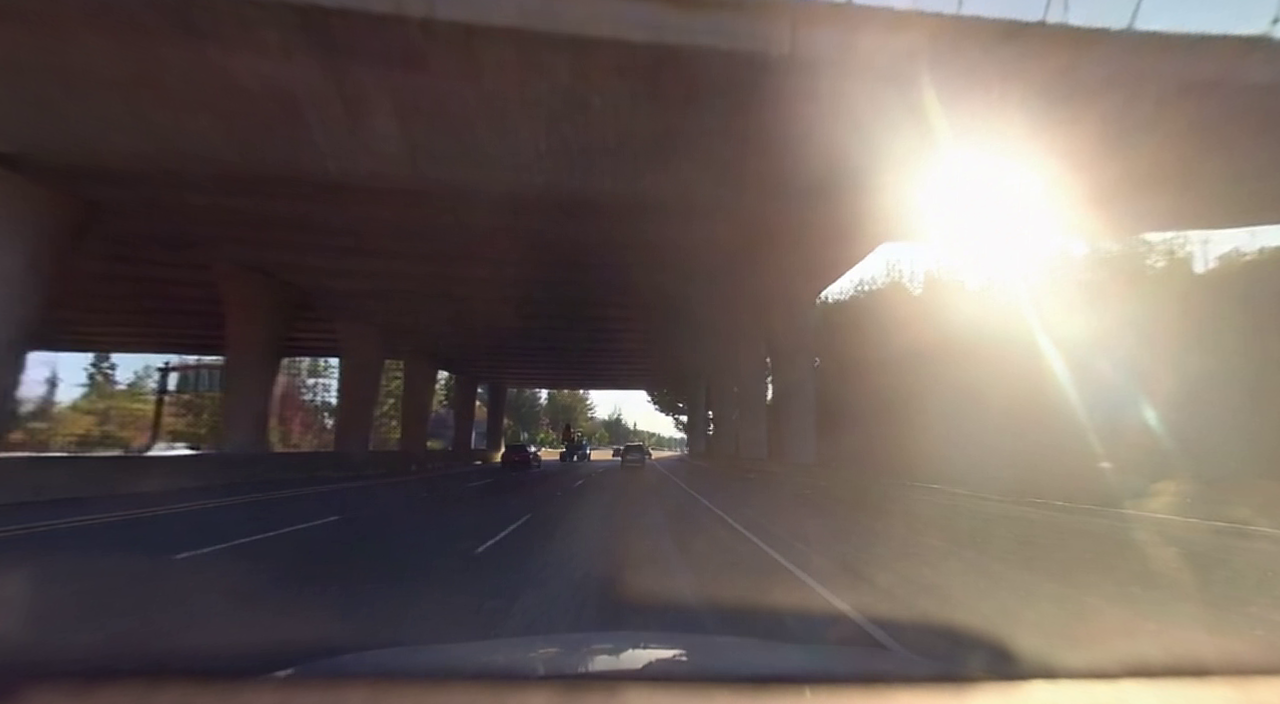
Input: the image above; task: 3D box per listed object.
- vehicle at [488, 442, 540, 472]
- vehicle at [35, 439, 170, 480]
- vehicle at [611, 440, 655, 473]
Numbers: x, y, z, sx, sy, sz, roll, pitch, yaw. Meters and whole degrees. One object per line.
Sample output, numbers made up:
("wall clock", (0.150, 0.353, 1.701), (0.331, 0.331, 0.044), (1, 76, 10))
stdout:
("vehicle", (-7.541, 6.306, 38.178), (2.115, 1.644, 4.513), (0, -8, 2))
("vehicle", (-21.496, 4.295, 25.493), (1.753, 1.480, 4.197), (0, -8, 0))
("vehicle", (-0.372, 5.928, 36.050), (2.336, 1.722, 4.212), (0, -8, 0))
